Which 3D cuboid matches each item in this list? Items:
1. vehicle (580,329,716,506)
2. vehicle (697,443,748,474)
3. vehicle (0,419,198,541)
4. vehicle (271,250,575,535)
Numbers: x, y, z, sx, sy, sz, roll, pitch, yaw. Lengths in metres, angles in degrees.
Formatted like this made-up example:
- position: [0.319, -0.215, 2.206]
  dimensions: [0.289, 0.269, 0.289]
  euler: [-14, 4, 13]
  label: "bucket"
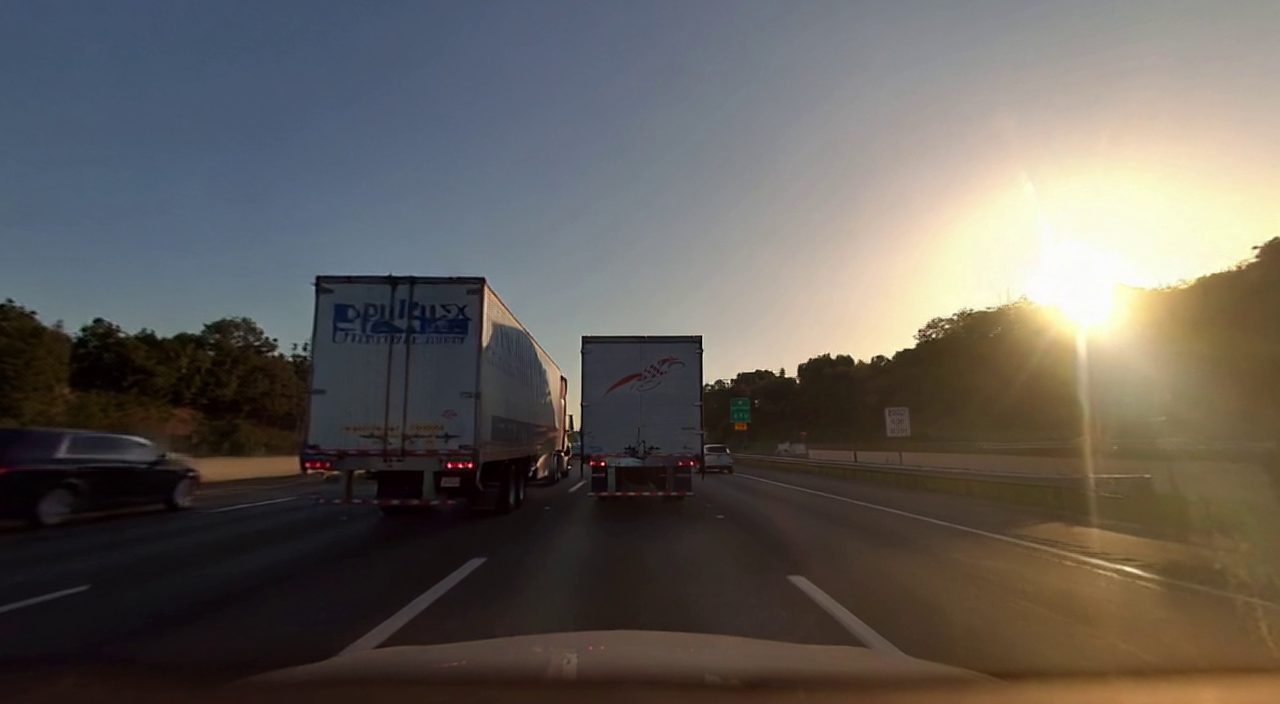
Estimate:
- position: [0.089, 2.116, 18.606]
  dimensions: [2.910, 3.828, 9.805]
  euler: [0, -9, -1]
  label: "vehicle"
- position: [4.104, 5.385, 32.145]
  dimensions: [2.010, 1.446, 4.579]
  euler: [0, -9, 1]
  label: "vehicle"
- position: [-10.878, 2.189, 11.149]
  dimensions: [2.120, 1.862, 5.530]
  euler: [0, -9, 0]
  label: "vehicle"
- position: [-3.859, 1.706, 17.025]
  dimensions: [2.873, 4.107, 15.970]
  euler: [0, -9, -1]
  label: "vehicle"
